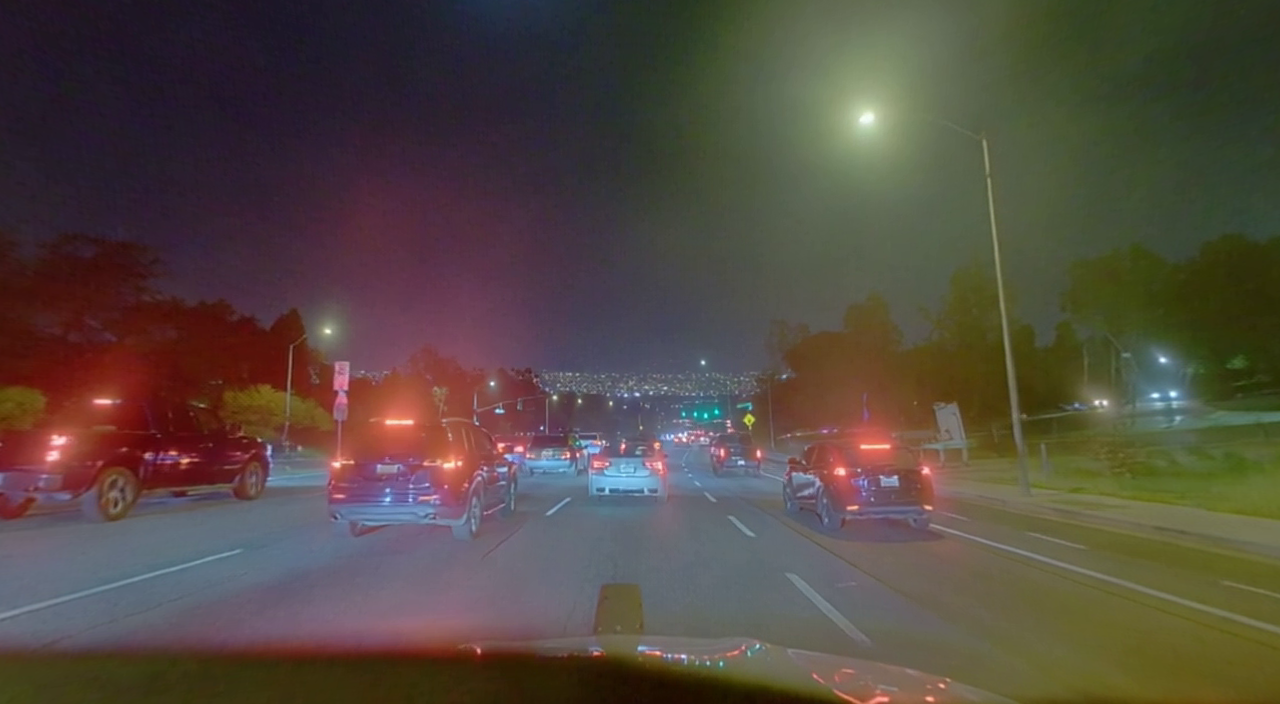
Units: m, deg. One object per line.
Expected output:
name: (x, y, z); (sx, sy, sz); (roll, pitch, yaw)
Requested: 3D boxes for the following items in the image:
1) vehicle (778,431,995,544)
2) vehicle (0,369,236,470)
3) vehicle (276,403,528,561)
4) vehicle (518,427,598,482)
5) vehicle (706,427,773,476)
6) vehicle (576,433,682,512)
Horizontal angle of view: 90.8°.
vehicle: (3.721, 2.099, 10.492); (1.884, 1.463, 4.195); (0, -8, 0)
vehicle: (-27.835, 3.808, 32.978); (3.181, 4.189, 14.107); (-1, -8, 5)
vehicle: (-3.120, 1.838, 9.769); (2.111, 1.745, 5.274); (0, -8, -3)
vehicle: (-2.917, 3.779, 23.607); (2.218, 1.829, 4.492); (-1, -8, 2)
vehicle: (4.062, 4.162, 26.585); (2.099, 1.845, 4.363); (0, -8, 0)
vehicle: (-0.214, 2.636, 14.337); (2.030, 1.477, 4.330); (0, -8, 0)
